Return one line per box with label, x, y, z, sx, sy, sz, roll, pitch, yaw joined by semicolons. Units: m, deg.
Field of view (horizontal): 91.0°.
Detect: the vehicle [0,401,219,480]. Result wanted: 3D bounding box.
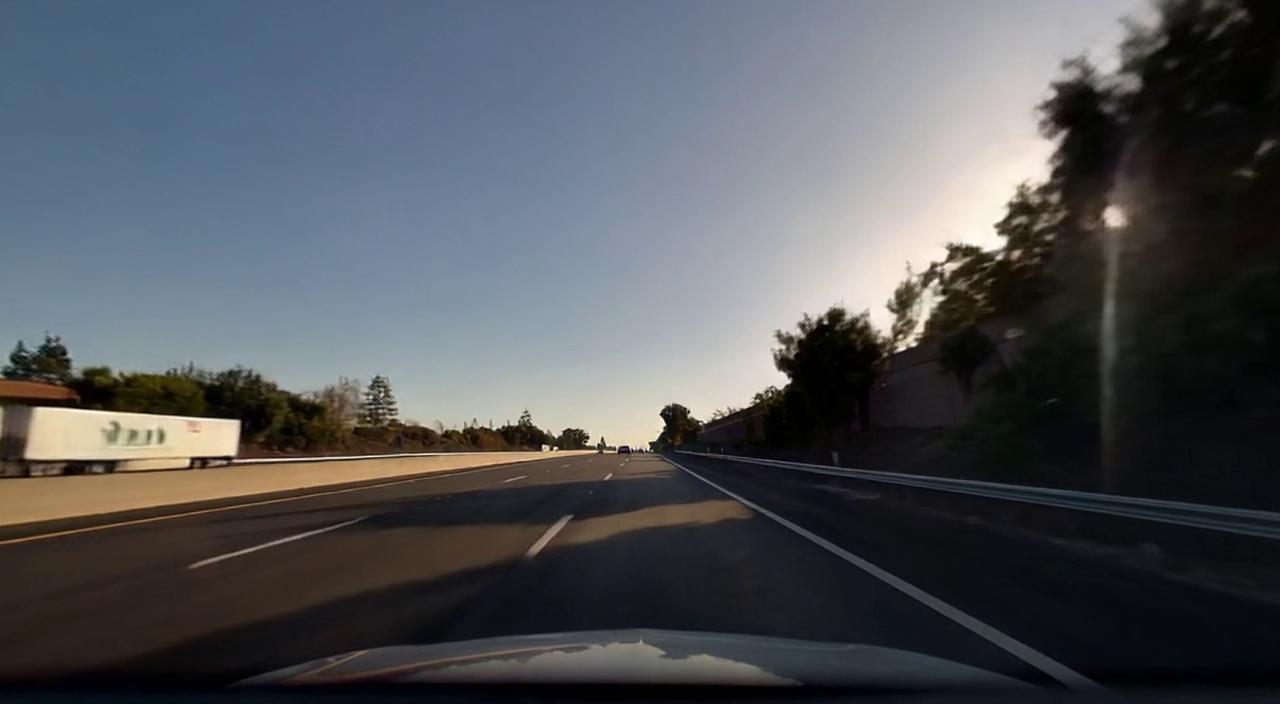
vehicle;-35.472;6.019;42.276;2.926;4.196;16.585;0;-9;0
